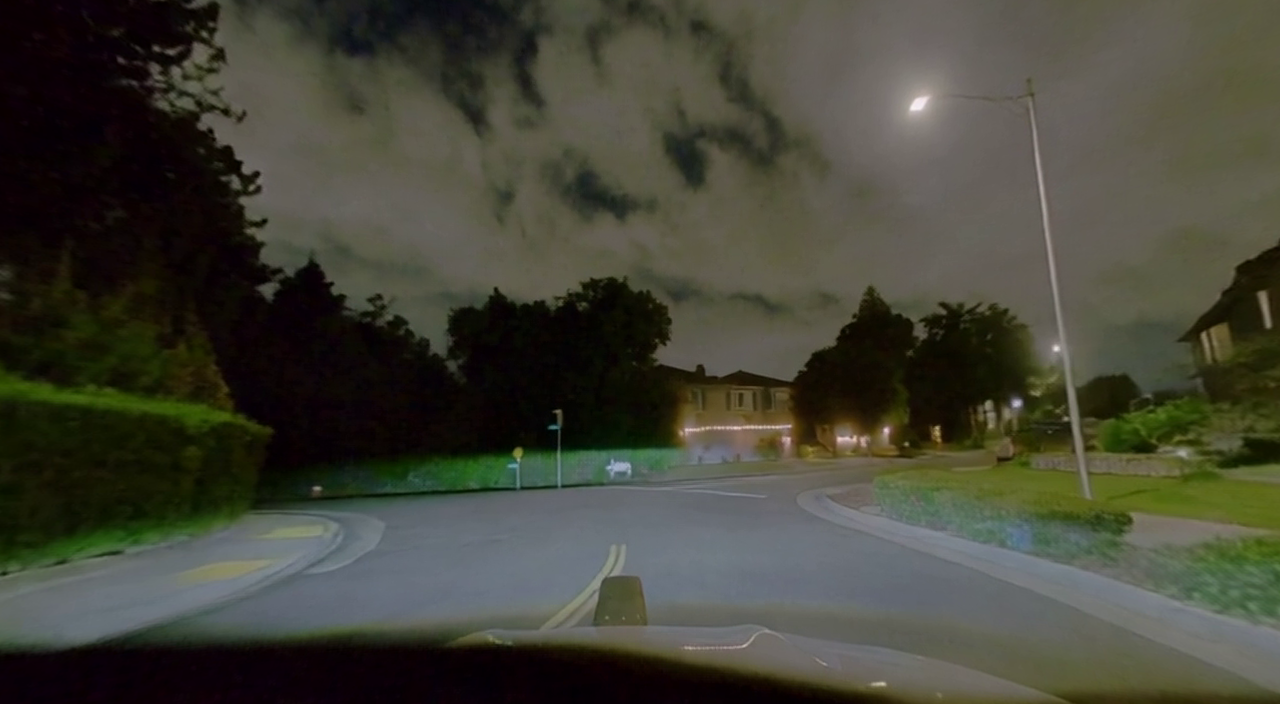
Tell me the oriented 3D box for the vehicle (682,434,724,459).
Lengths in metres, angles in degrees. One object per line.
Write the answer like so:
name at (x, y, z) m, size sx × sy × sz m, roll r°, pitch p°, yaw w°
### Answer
vehicle at (4.265, 6.450, 43.108) m, size 1.802 × 1.548 × 3.501 m, roll 3°, pitch -8°, yaw -13°

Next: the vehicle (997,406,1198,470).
vehicle at (14.258, 2.747, 20.093) m, size 2.023 × 1.756 × 4.799 m, roll 2°, pitch -8°, yaw -17°
